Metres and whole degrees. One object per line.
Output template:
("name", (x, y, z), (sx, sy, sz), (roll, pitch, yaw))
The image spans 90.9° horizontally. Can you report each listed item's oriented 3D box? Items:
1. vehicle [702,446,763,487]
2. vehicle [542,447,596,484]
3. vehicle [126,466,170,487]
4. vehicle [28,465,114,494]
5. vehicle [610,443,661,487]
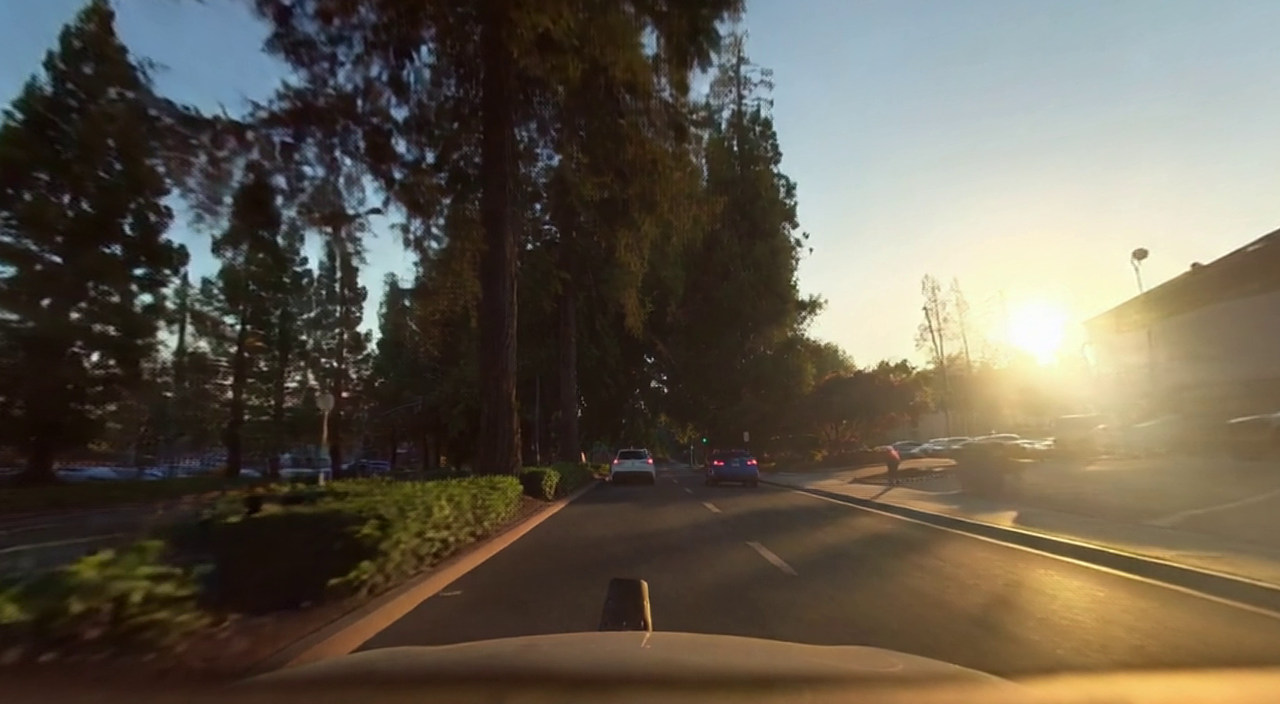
("vehicle", (3.749, 4.684, 26.109), (1.847, 1.554, 4.052), (0, -9, -1))
("vehicle", (-3.485, 5.647, 31.840), (2.047, 1.710, 4.314), (0, -8, 2))
("vehicle", (-37.907, 9.587, 48.638), (1.752, 1.396, 4.340), (4, -10, -26))
("vehicle", (-32.663, 7.292, 36.374), (1.742, 1.411, 4.415), (2, -9, -14))
("vehicle", (-0.166, 4.764, 26.925), (2.022, 1.700, 4.084), (0, -9, 1))
